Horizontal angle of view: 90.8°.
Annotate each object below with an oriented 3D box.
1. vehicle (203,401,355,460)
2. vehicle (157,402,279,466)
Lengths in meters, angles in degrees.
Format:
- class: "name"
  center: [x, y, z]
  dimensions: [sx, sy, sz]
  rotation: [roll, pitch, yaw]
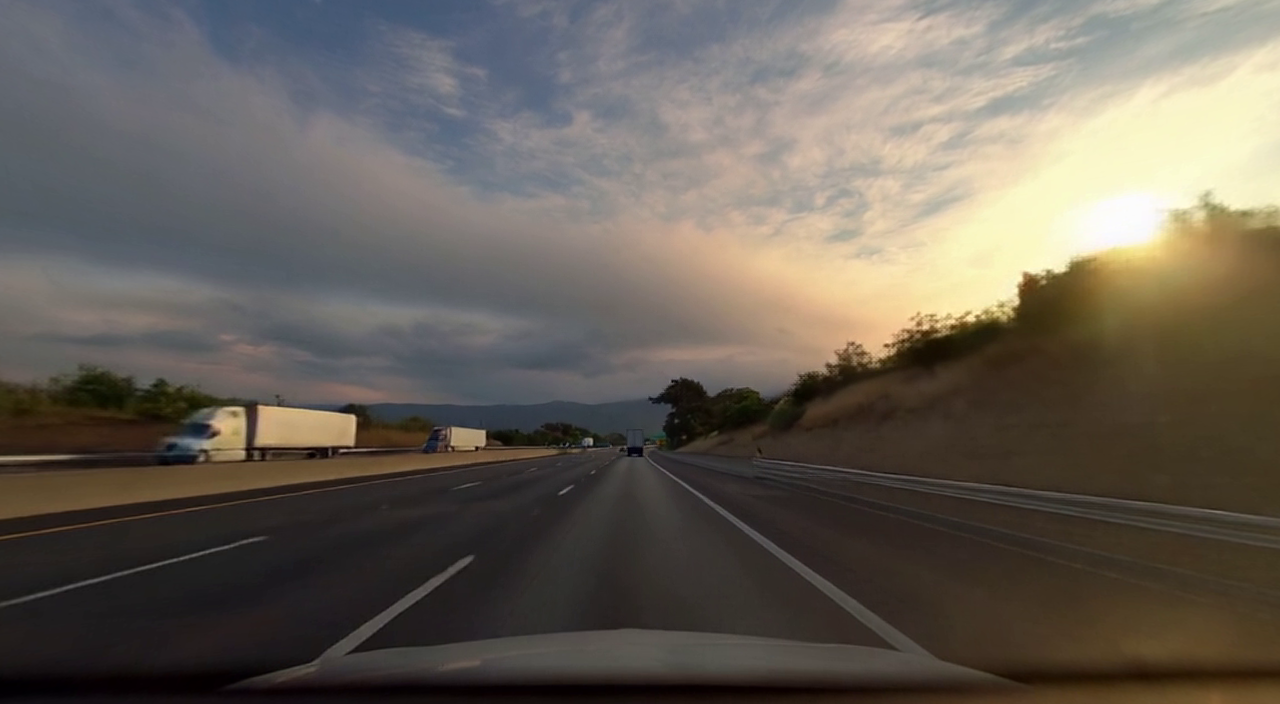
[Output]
- class: "vehicle"
  center: [-25.276, 5.843, 45.615]
  dimensions: [3.095, 3.605, 13.571]
  rotation: [0, -9, 0]
- class: "vehicle"
  center: [-25.245, 5.014, 38.173]
  dimensions: [3.142, 3.491, 5.895]
  rotation: [0, -9, 0]
